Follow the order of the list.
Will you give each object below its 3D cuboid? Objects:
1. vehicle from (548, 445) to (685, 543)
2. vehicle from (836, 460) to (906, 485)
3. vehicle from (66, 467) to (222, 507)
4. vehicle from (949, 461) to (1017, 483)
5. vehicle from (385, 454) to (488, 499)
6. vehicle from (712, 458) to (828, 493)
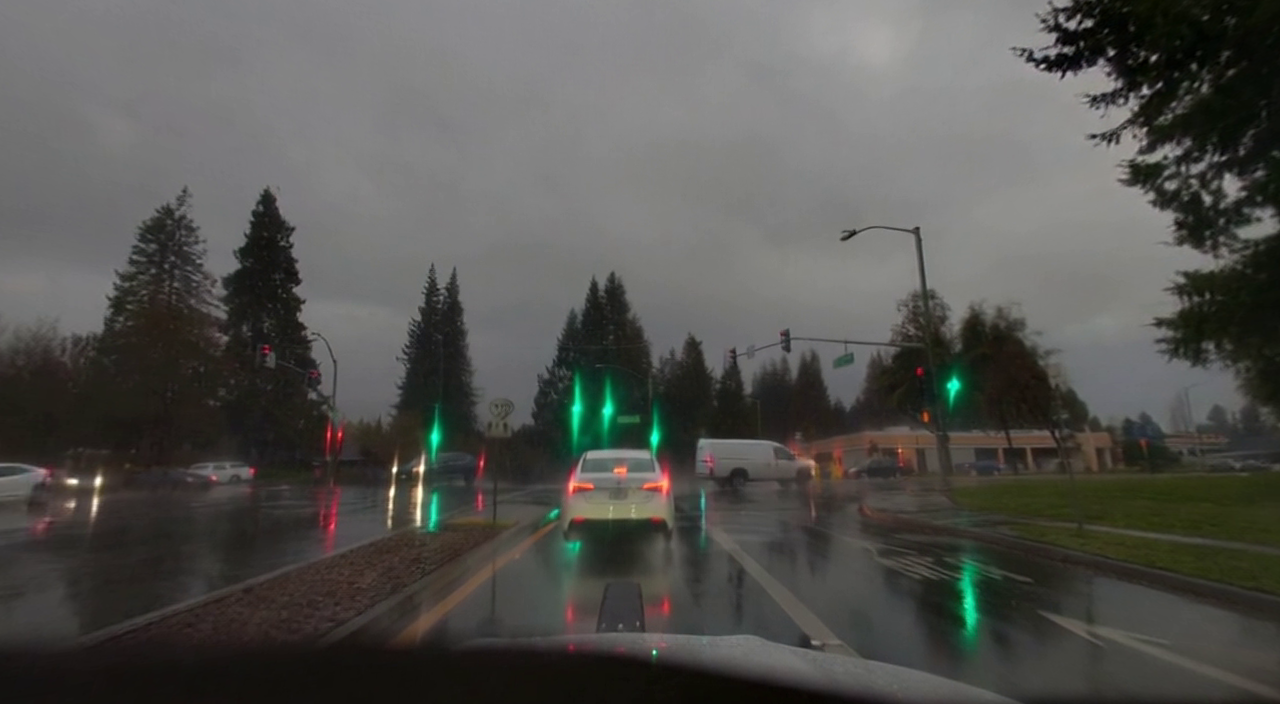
[{"bbox_3d":[-0.434,2.504,11.905,2.112,1.479,4.264,0,-9,-2],"label":"vehicle"},{"bbox_3d":[16.507,8.587,45.192,4.337,1.637,1.860,2,-9,-16],"label":"vehicle"},{"bbox_3d":[-20.069,5.462,25.768,4.548,1.449,1.802,2,-9,-14],"label":"vehicle"},{"bbox_3d":[25.953,9.064,47.859,4.358,1.471,1.875,2,-9,-16],"label":"vehicle"},{"bbox_3d":[-9.209,5.541,28.484,4.355,1.789,2.175,-6,-10,35],"label":"vehicle"},{"bbox_3d":[5.744,5.524,28.465,4.838,1.449,2.077,0,-9,2],"label":"vehicle"}]
